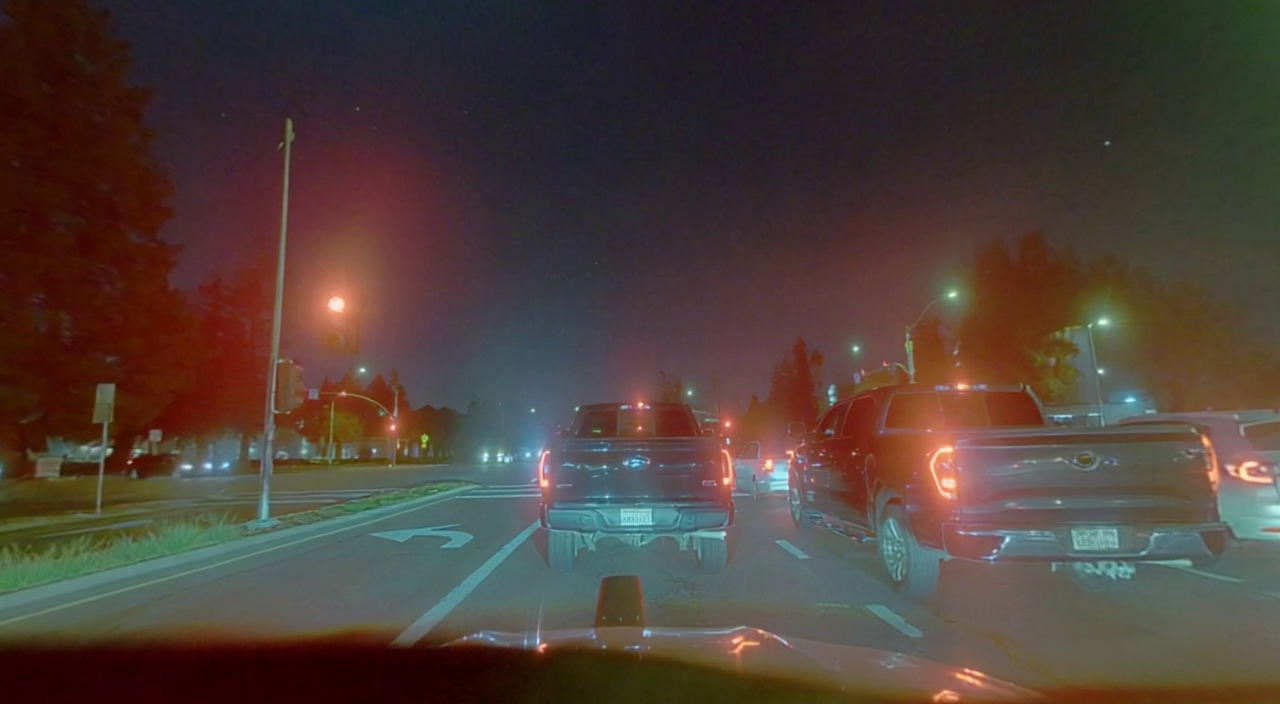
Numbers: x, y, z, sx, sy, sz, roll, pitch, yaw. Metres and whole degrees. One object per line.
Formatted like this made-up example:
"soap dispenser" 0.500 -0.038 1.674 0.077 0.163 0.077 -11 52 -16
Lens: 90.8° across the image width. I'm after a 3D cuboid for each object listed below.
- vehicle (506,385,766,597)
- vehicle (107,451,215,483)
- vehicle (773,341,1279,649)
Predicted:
"vehicle" -0.062 1.575 8.048 2.240 1.821 5.001 0 -9 -1
"vehicle" -26.376 6.322 35.015 4.437 1.669 1.936 5 -10 -30
"vehicle" 3.324 1.314 6.923 2.412 1.953 5.682 0 -9 -1
